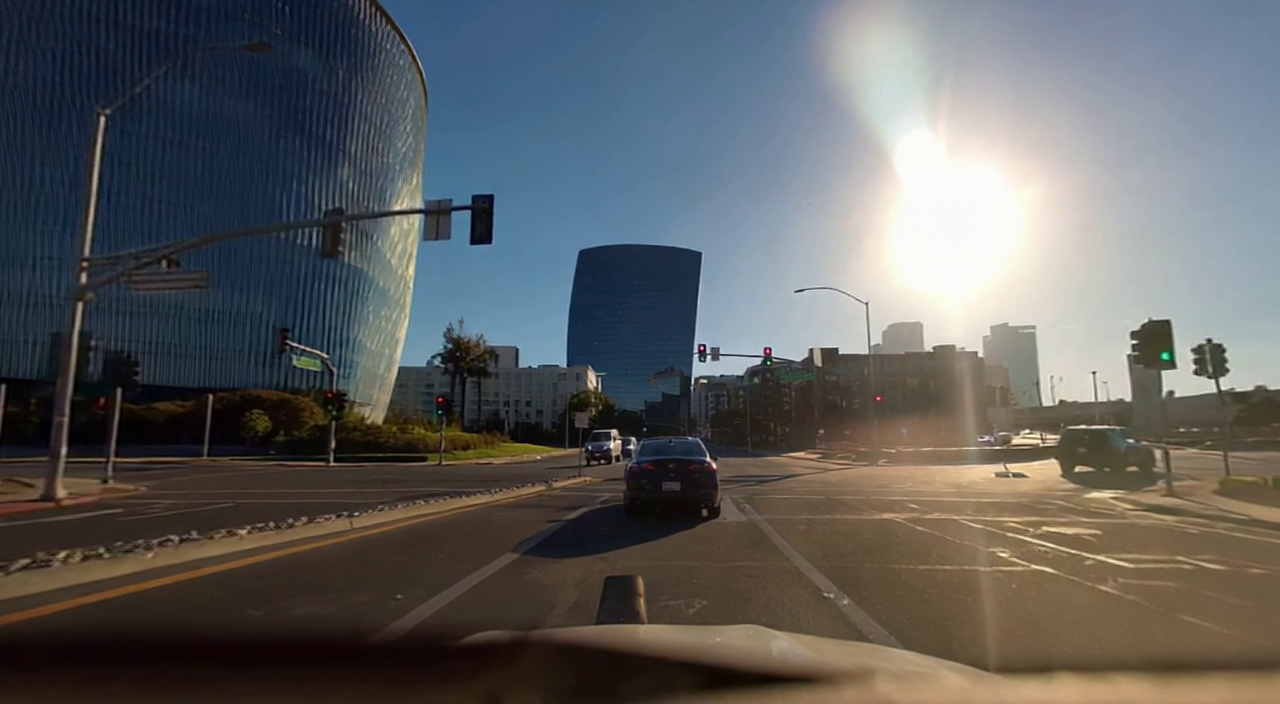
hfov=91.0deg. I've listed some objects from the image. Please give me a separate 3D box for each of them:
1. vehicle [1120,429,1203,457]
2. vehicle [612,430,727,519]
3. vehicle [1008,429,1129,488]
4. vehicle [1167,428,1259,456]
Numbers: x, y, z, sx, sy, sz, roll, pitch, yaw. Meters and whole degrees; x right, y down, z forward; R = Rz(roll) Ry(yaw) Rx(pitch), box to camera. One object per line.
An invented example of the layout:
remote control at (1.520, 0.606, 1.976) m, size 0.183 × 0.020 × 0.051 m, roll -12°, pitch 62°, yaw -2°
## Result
vehicle at (29.530, 5.203, 35.803) m, size 1.816 × 1.476 × 3.652 m, roll -1°, pitch -9°, yaw 6°
vehicle at (0.702, 2.479, 13.228) m, size 2.014 × 1.525 × 4.197 m, roll -1°, pitch -9°, yaw 5°
vehicle at (14.558, 3.564, 21.291) m, size 4.739 × 1.749 × 2.174 m, roll 8°, pitch -12°, yaw -42°
vehicle at (32.024, 5.073, 35.319) m, size 1.743 × 1.472 × 3.772 m, roll 0°, pitch -9°, yaw 5°
